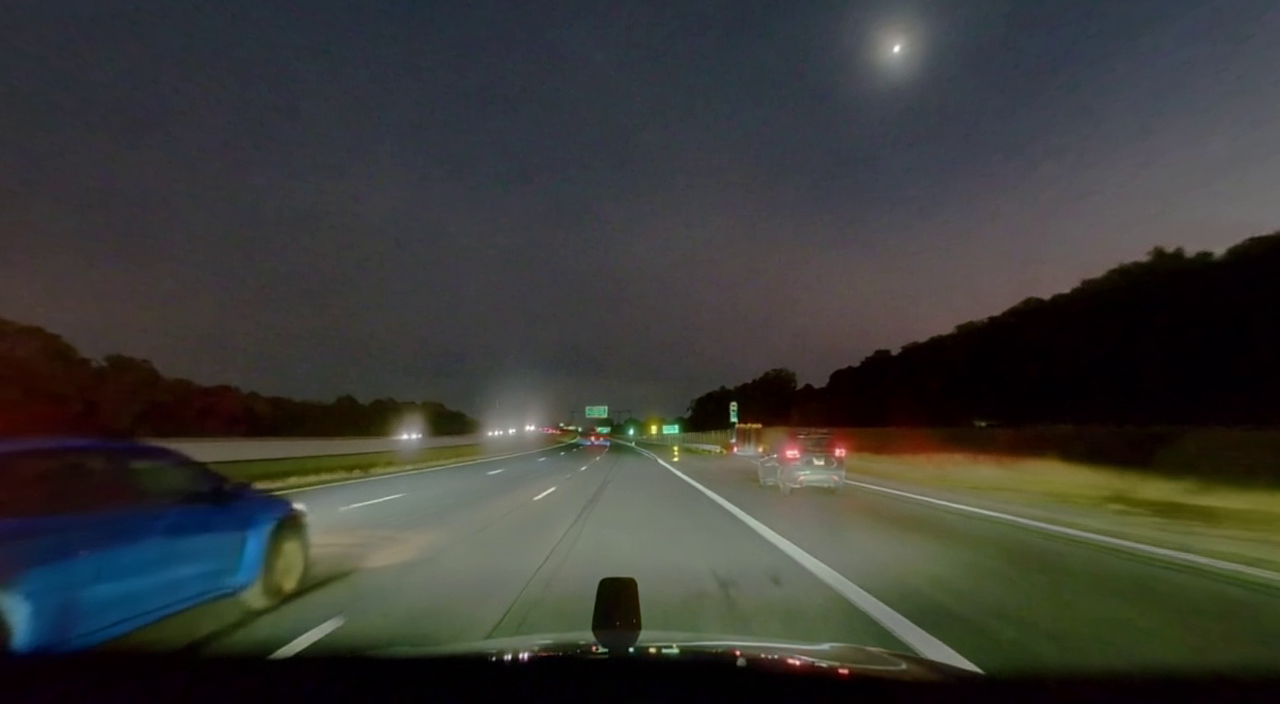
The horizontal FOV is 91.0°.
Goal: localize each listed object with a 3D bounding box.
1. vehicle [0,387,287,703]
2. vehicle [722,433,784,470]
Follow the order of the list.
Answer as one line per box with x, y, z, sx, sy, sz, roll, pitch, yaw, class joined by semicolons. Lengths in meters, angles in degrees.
-3.842;0.976;3.015;2.008;1.567;3.959;0;-8;0;vehicle
5.225;4.673;29.842;2.084;1.614;4.762;0;-8;1;vehicle
